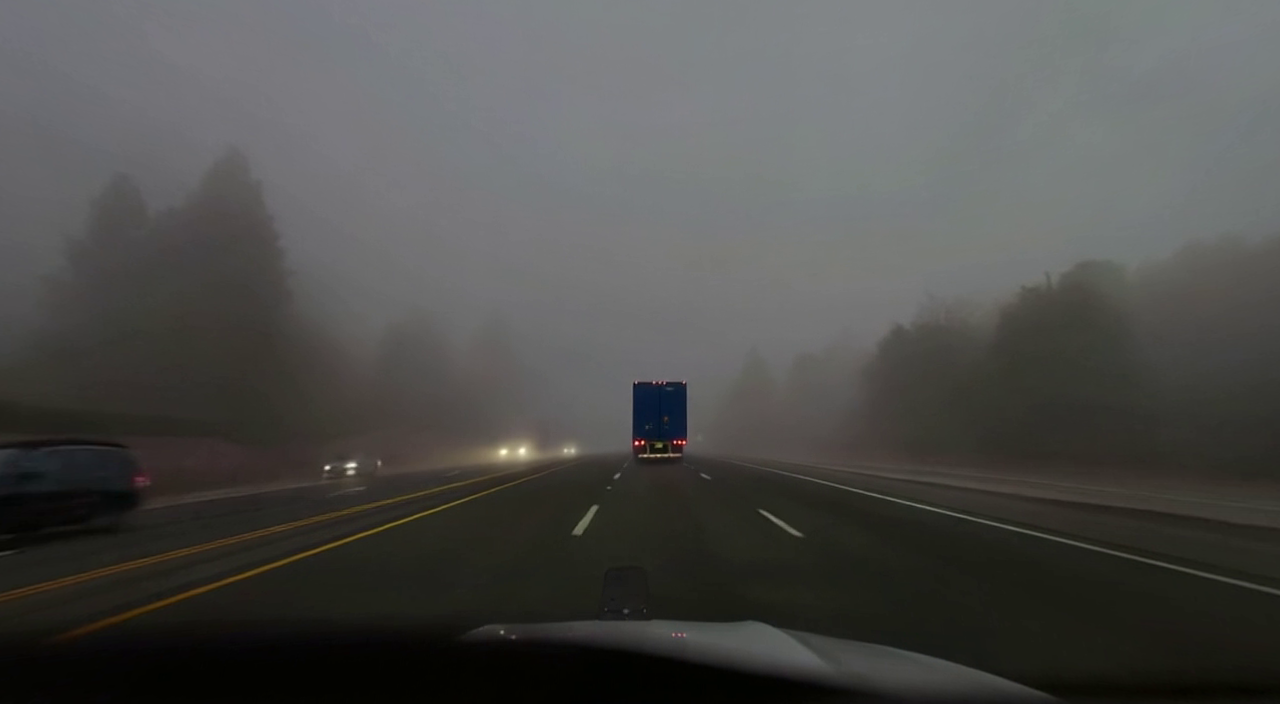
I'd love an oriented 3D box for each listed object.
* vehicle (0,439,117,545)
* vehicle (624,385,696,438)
[{"bbox_3d":[-11.455,2.323,10.468,1.873,1.712,4.097,0,-8,1],"label":"vehicle"},{"bbox_3d":[0.666,2.493,25.357,2.509,1.890,4.732,0,-8,-3],"label":"vehicle"}]
